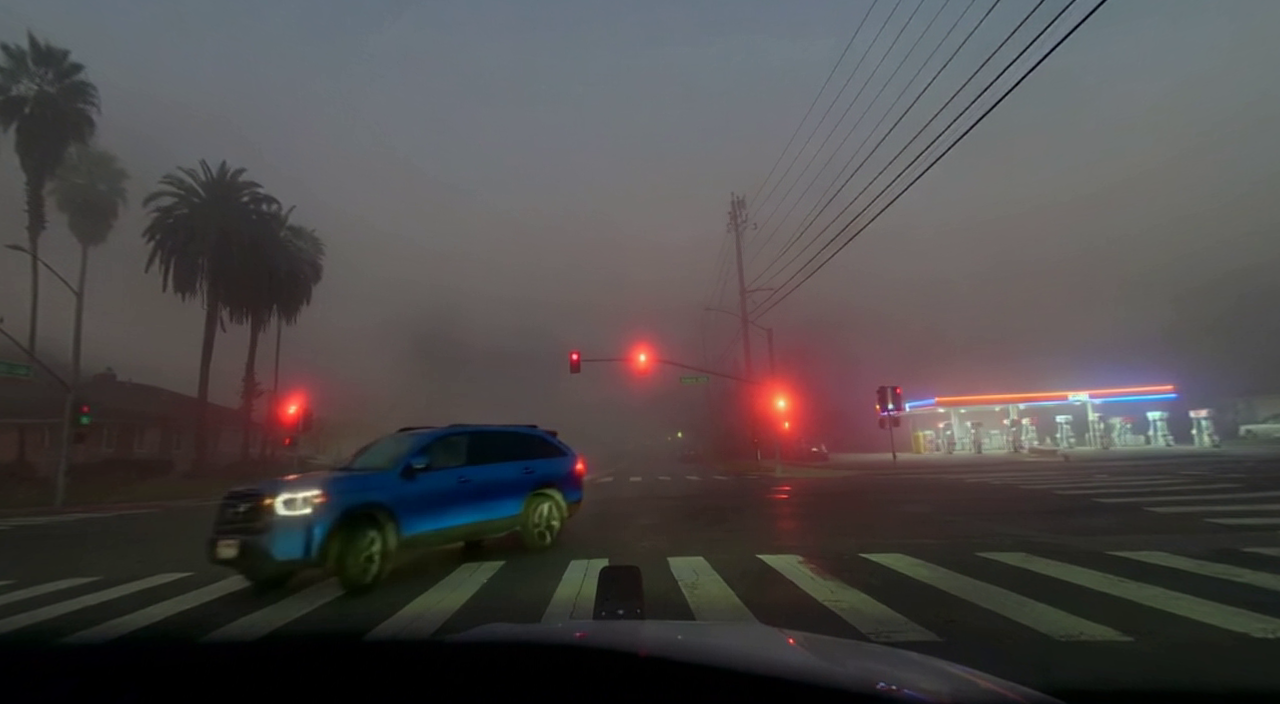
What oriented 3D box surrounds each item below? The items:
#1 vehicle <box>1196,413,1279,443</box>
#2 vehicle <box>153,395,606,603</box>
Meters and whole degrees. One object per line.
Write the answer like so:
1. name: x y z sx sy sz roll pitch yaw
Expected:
1. vehicle: 38.299 4.792 39.967 4.488 1.447 1.765 -5 -8 -1
2. vehicle: -2.840 1.680 8.237 1.952 1.817 5.086 -7 -11 37
